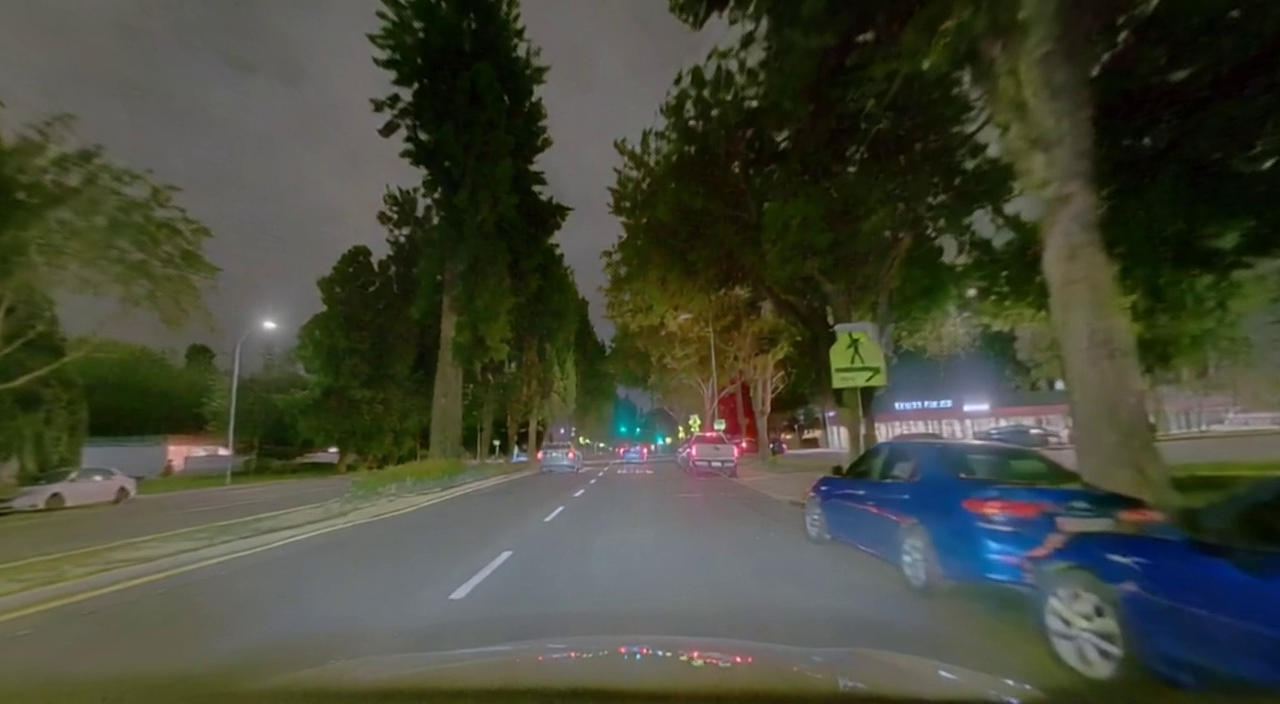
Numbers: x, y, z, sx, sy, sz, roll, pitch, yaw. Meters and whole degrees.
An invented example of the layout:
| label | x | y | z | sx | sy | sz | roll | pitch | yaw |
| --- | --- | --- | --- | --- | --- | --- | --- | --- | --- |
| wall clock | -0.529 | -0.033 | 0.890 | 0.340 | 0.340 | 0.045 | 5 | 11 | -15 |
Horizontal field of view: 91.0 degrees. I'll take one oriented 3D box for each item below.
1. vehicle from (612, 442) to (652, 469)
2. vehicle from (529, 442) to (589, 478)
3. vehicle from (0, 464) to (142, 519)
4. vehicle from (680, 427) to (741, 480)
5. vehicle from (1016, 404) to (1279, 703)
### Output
| label | x | y | z | sx | sy | sz | roll | pitch | yaw |
| --- | --- | --- | --- | --- | --- | --- | --- | --- | --- |
| vehicle | -0.466 | 6.080 | 37.146 | 2.187 | 1.478 | 4.138 | 1 | -9 | -1 |
| vehicle | -3.546 | 4.835 | 28.416 | 2.083 | 1.460 | 4.527 | 1 | -9 | 0 |
| vehicle | -19.317 | 4.592 | 21.103 | 1.812 | 1.499 | 4.276 | 1 | -9 | -2 |
| vehicle | 2.964 | 4.430 | 27.667 | 2.072 | 2.017 | 5.590 | 1 | -9 | 0 |
| vehicle | 3.348 | 0.896 | 1.734 | 1.819 | 1.554 | 4.638 | 1 | -9 | 1 |
